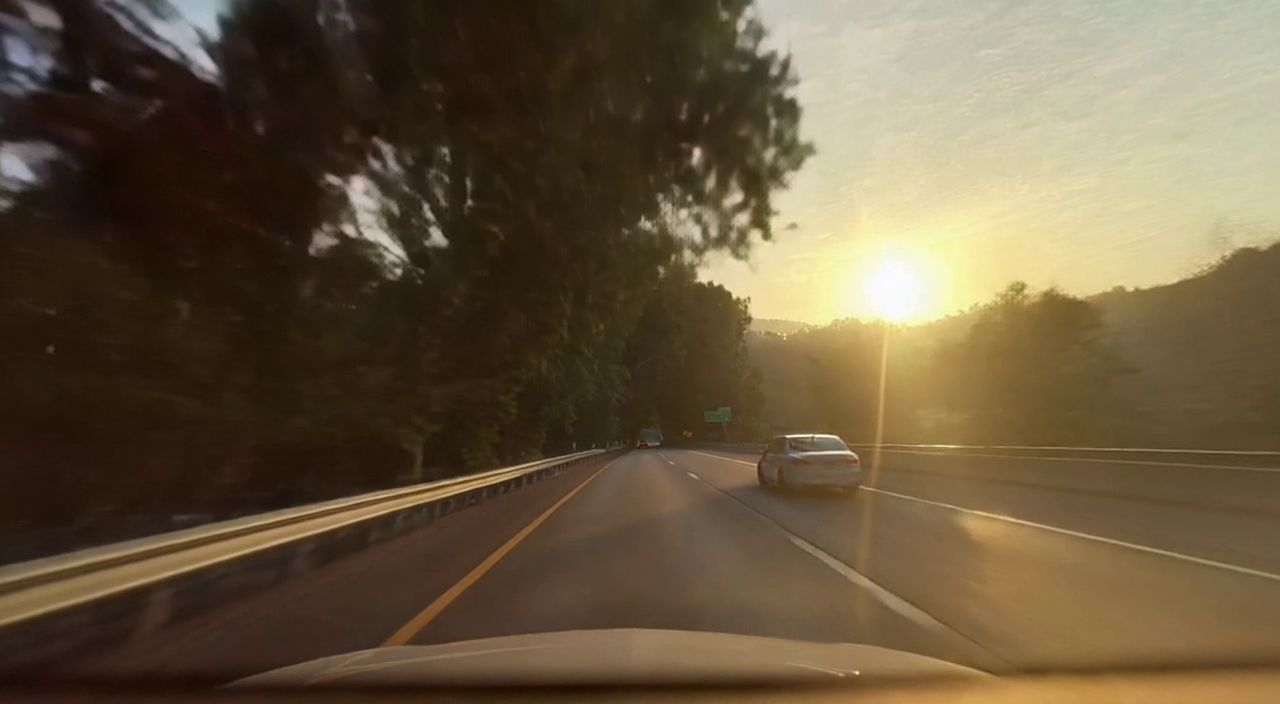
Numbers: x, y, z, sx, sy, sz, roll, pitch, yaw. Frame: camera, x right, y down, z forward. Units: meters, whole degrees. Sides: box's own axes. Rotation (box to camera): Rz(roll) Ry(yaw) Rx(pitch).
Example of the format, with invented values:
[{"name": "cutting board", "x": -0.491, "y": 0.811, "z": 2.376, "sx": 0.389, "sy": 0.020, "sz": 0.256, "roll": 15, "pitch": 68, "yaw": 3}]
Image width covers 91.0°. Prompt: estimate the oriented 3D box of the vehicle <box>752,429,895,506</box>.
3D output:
[{"name": "vehicle", "x": 4.148, "y": 2.680, "z": 15.150, "sx": 1.905, "sy": 1.525, "sz": 4.719, "roll": 0, "pitch": -8, "yaw": -1}]
